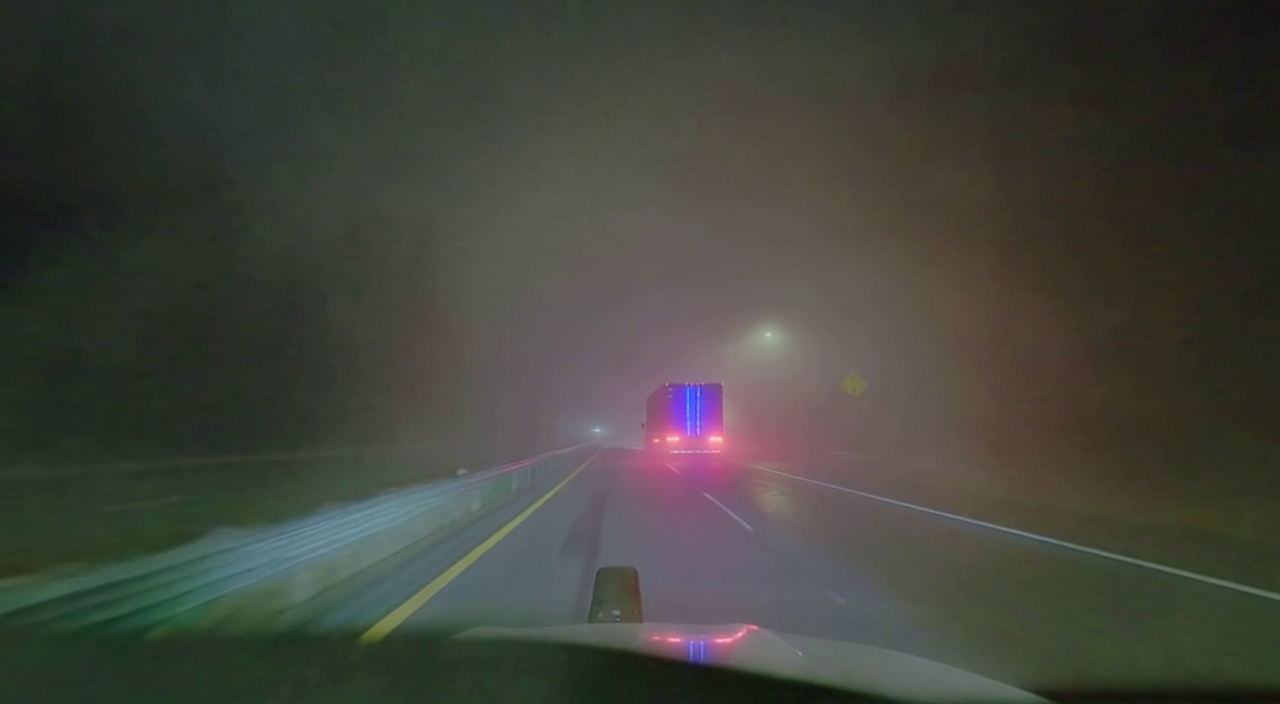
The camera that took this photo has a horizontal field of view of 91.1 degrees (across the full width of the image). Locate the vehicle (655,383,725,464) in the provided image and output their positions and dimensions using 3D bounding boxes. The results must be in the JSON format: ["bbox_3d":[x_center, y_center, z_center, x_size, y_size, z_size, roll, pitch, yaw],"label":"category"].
[{"bbox_3d":[2.512,4.024,34.635,2.949,3.877,8.528,0,-8,-2],"label":"vehicle"}]
